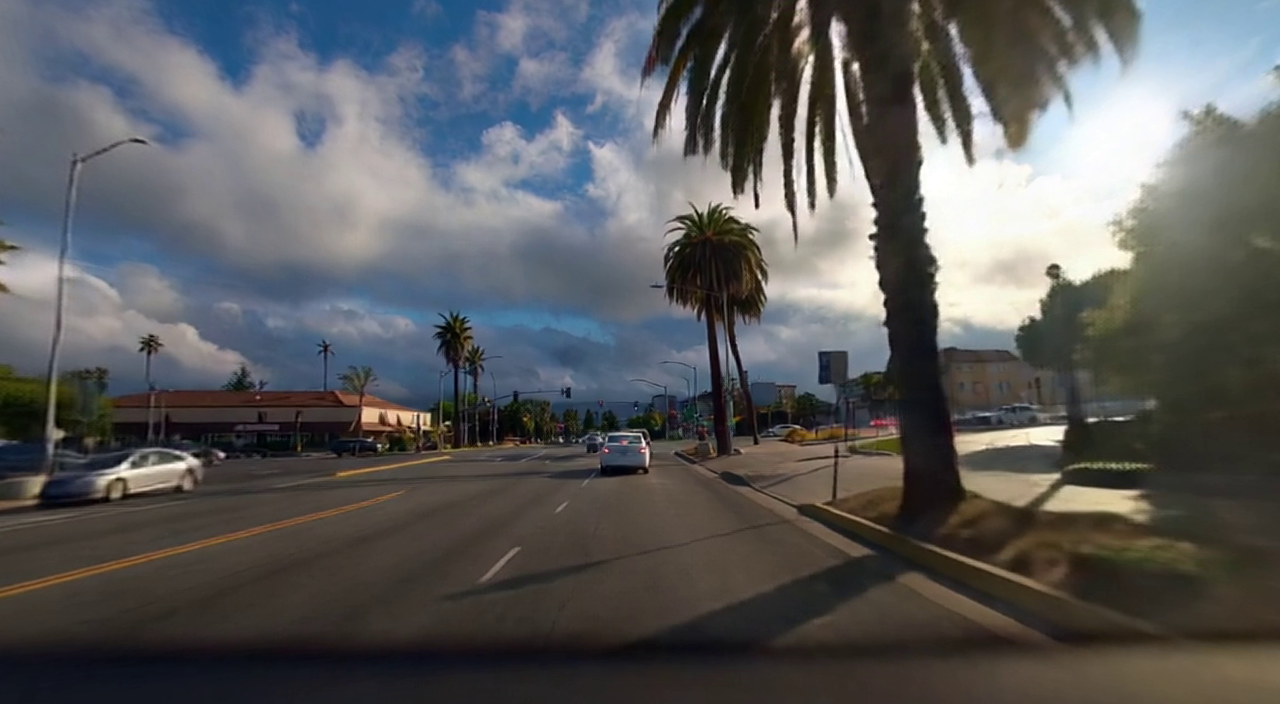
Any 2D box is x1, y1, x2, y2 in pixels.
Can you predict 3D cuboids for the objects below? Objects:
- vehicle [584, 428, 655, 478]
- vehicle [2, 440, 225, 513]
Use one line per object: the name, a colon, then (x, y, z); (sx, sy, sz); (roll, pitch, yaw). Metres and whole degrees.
vehicle: (-0.589, 3.419, 21.509); (2.060, 1.526, 3.859); (-1, -8, 4)
vehicle: (-12.525, 2.936, 15.568); (1.903, 1.487, 4.784); (1, -8, -8)
